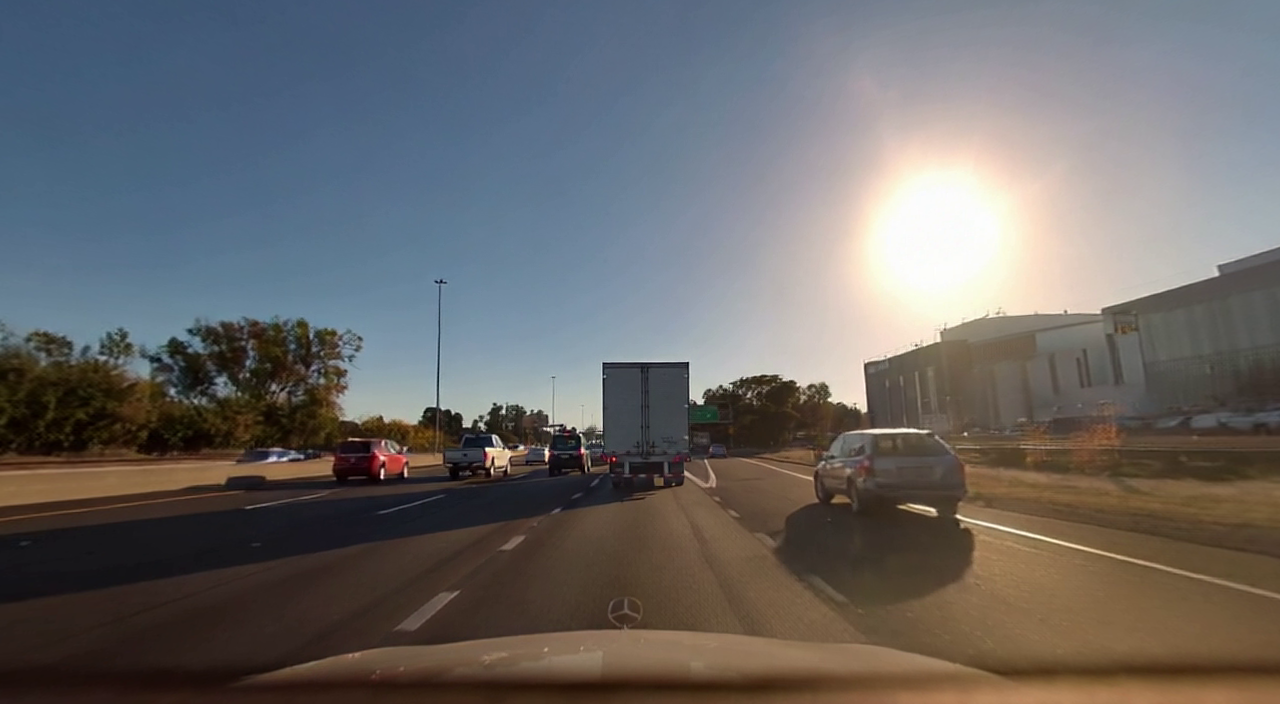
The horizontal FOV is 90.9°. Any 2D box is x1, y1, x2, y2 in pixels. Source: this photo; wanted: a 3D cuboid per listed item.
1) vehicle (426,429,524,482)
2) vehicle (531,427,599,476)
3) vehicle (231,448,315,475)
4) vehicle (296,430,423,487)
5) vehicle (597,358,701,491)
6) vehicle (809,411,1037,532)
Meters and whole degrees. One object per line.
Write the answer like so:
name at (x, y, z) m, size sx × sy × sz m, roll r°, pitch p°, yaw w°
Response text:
vehicle at (-6.731, 4.341, 26.667) m, size 2.479 × 1.978 × 5.952 m, roll 0°, pitch -9°, yaw 1°
vehicle at (-3.353, 4.684, 29.798) m, size 2.379 × 2.075 × 6.169 m, roll 0°, pitch -9°, yaw 1°
vehicle at (-20.966, 6.273, 36.250) m, size 2.078 × 1.429 × 4.607 m, roll 0°, pitch -9°, yaw 0°
vehicle at (-10.319, 3.981, 23.876) m, size 2.089 × 1.885 × 5.888 m, roll 0°, pitch -9°, yaw 0°
vehicle at (0.147, 2.792, 23.031) m, size 2.941 × 3.794 × 9.851 m, roll 0°, pitch -9°, yaw -1°
vehicle at (4.889, 2.151, 11.920) m, size 2.137 × 1.796 × 4.817 m, roll 0°, pitch -9°, yaw 1°
